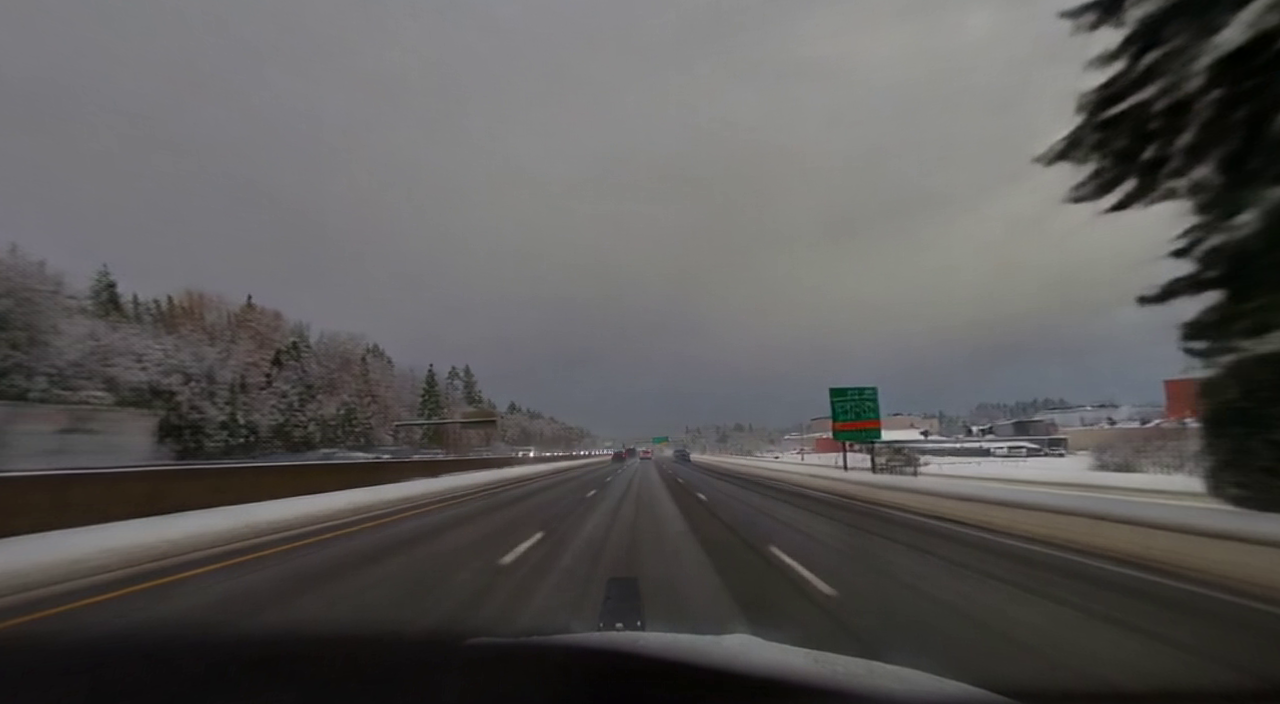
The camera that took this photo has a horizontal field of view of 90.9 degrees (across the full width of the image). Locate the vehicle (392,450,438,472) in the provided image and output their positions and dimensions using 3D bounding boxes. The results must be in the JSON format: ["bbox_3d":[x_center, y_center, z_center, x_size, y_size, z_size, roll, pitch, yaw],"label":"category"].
[{"bbox_3d":[-16.015,7.765,45.068,1.835,1.455,3.673,-1,-9,2],"label":"vehicle"}]

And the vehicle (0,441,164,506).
[{"bbox_3d":[-16.042,3.346,17.733,1.888,1.584,4.228,0,-9,1],"label":"vehicle"}]

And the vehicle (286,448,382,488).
[{"bbox_3d":[-12.025,4.568,25.073,1.814,1.438,3.897,-1,-9,1],"label":"vehicle"}]

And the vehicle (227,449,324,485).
[{"bbox_3d":[-16.205,5.113,28.300,1.793,1.452,4.239,0,-9,0],"label":"vehicle"}]
